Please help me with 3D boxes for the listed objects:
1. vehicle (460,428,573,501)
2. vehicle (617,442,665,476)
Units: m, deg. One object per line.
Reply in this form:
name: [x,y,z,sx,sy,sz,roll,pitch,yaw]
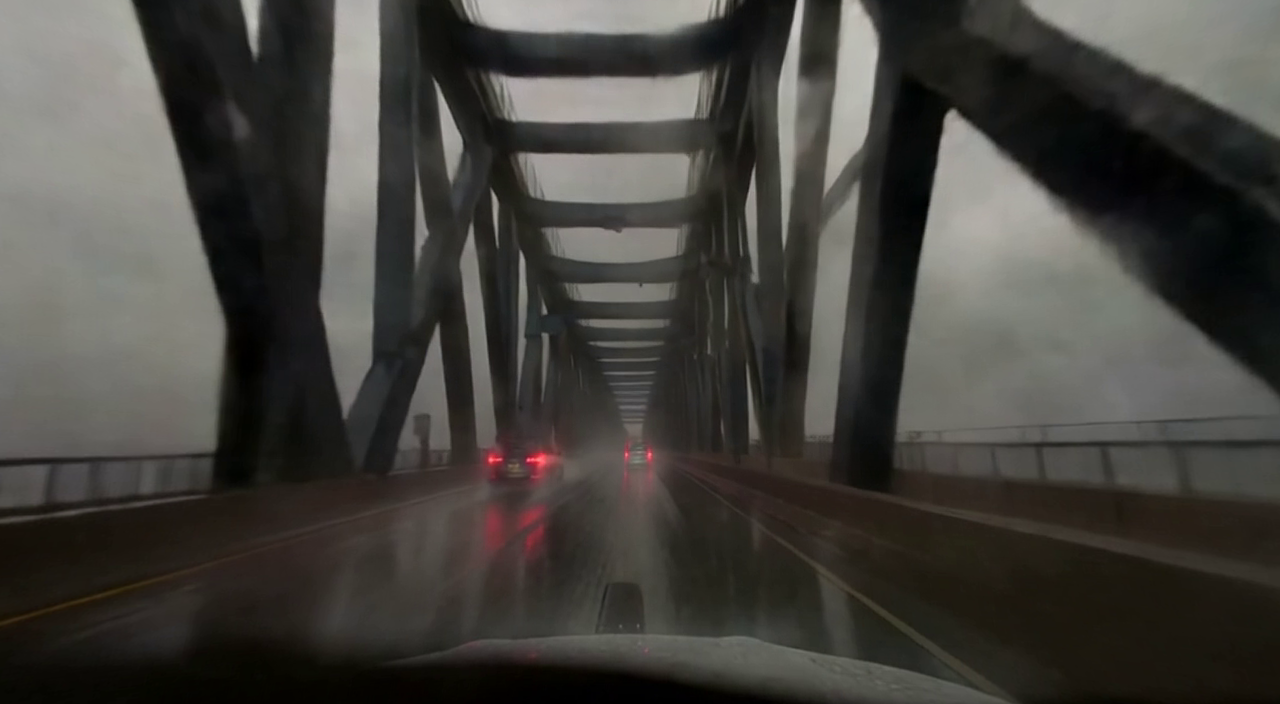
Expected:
vehicle: [-3.317,3.153,18.129,2.190,1.807,4.741,0,-8,1]
vehicle: [0.008,4.881,29.082,2.048,1.450,3.973,0,-8,-1]
